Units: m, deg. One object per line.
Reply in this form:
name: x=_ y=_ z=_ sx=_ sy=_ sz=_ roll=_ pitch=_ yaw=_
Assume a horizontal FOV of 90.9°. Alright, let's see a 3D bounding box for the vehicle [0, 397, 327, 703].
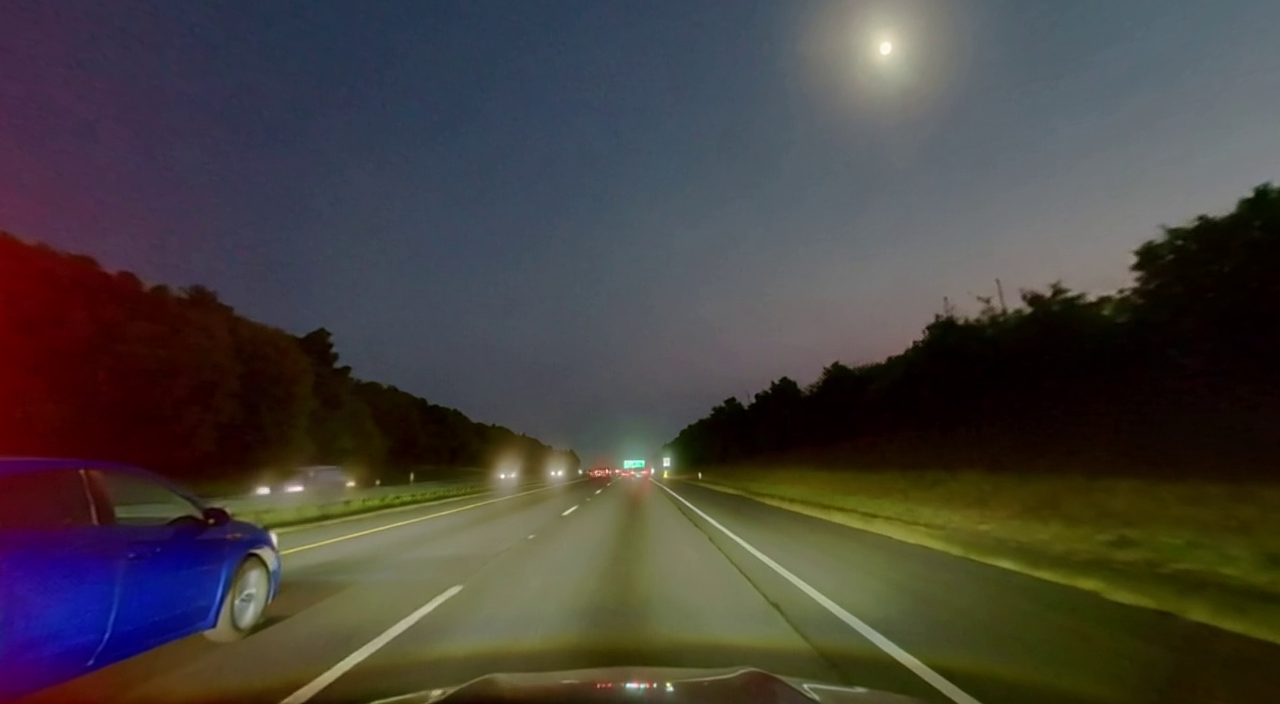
vehicle: x=-3.551 y=1.025 z=2.997 sx=2.017 sy=1.516 sz=4.041 roll=1 pitch=-11 yaw=0
